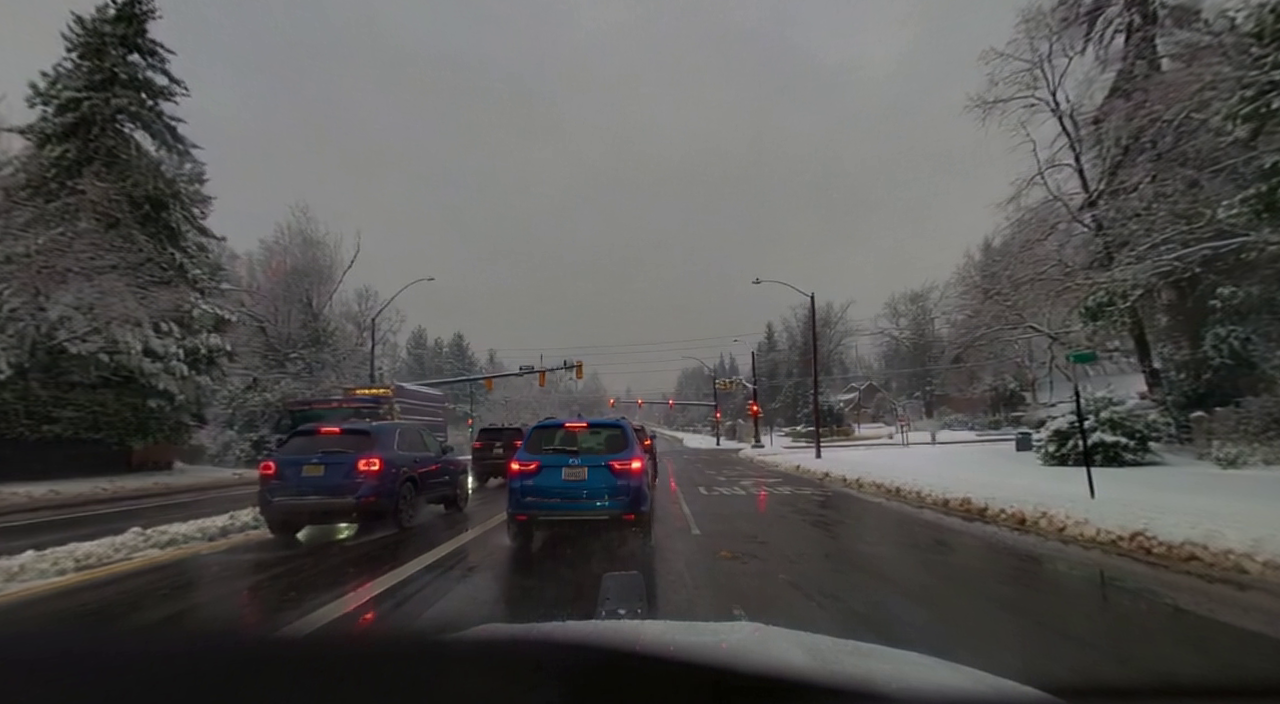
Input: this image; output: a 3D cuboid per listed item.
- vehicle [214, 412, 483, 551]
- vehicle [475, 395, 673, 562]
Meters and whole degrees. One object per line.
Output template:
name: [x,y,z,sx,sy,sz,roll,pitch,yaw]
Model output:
vehicle: [-4.112,1.896,9.962,2.009,1.673,4.454,0,-8,2]
vehicle: [-0.654,1.727,9.411,2.131,1.793,5.016,0,-8,1]
